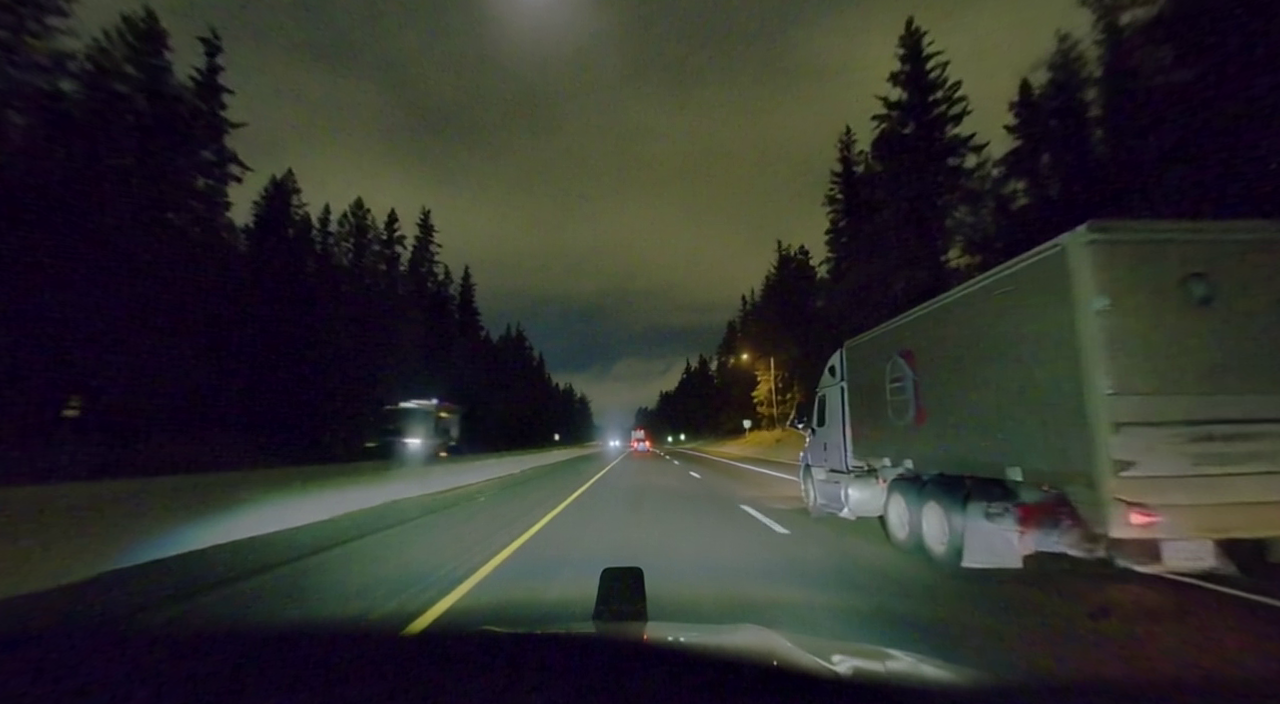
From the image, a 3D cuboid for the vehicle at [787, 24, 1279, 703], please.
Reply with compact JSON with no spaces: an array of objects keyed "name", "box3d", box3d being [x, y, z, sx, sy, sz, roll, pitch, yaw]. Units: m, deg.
[{"name":"vehicle","box3d":[4.335,0.694,7.423,3.013,3.462,8.956,0,-9,0]}]
